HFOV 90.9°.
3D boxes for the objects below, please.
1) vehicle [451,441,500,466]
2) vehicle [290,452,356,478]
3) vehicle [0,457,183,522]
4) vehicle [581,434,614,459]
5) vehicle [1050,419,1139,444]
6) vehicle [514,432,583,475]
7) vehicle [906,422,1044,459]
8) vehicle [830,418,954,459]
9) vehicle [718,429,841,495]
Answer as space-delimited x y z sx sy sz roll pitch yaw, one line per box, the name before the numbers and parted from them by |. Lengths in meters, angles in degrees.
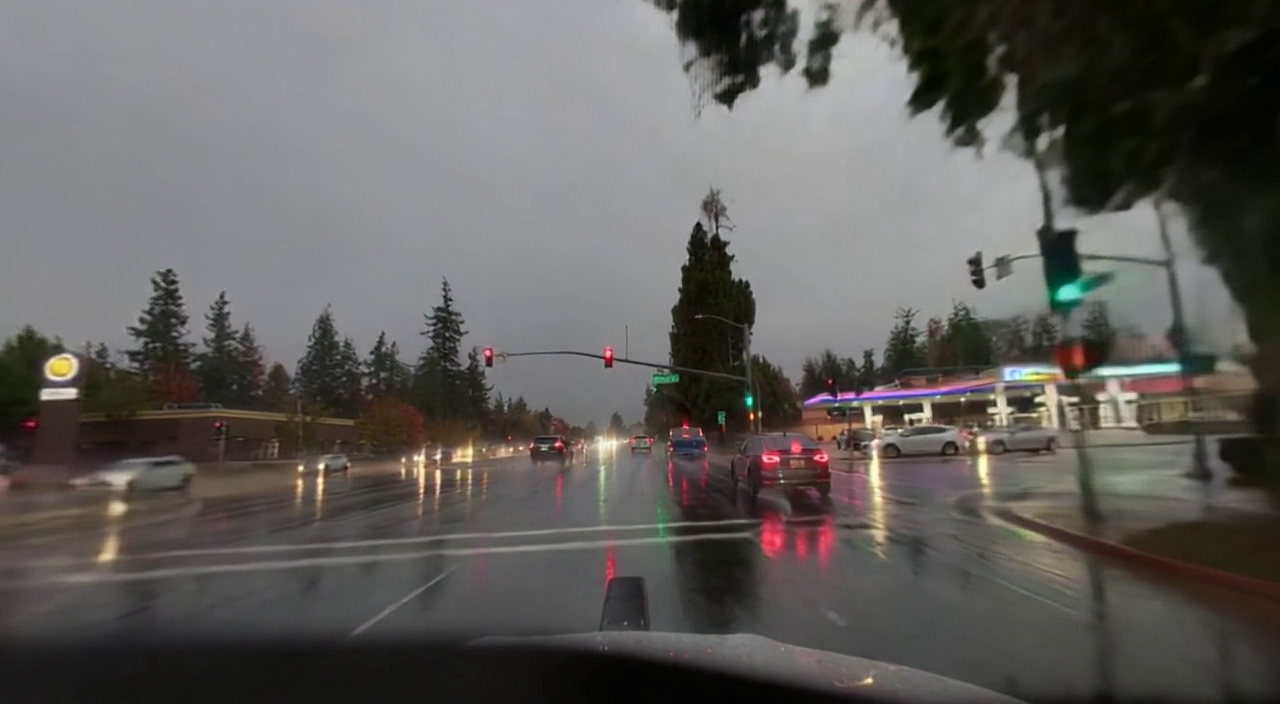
vehicle | -11.431 7.074 44.067 2.091 1.644 4.645 0 -8 1
vehicle | -21.933 7.823 43.791 2.061 1.643 4.614 0 -8 2
vehicle | -15.568 3.718 17.608 2.011 1.450 4.679 0 -8 1
vehicle | -3.252 7.366 49.249 2.126 1.810 4.414 0 -8 1
vehicle | 29.700 5.210 41.272 4.550 1.467 1.843 0 -8 -7
vehicle | -3.821 4.338 27.151 2.250 1.713 4.422 0 -8 1
vehicle | 14.324 3.814 27.127 4.776 1.486 2.138 1 -8 -5
vehicle | 12.477 4.330 31.502 5.156 1.917 2.308 0 -8 2
vehicle | 3.451 2.827 16.640 2.095 1.475 4.686 0 -8 -1
